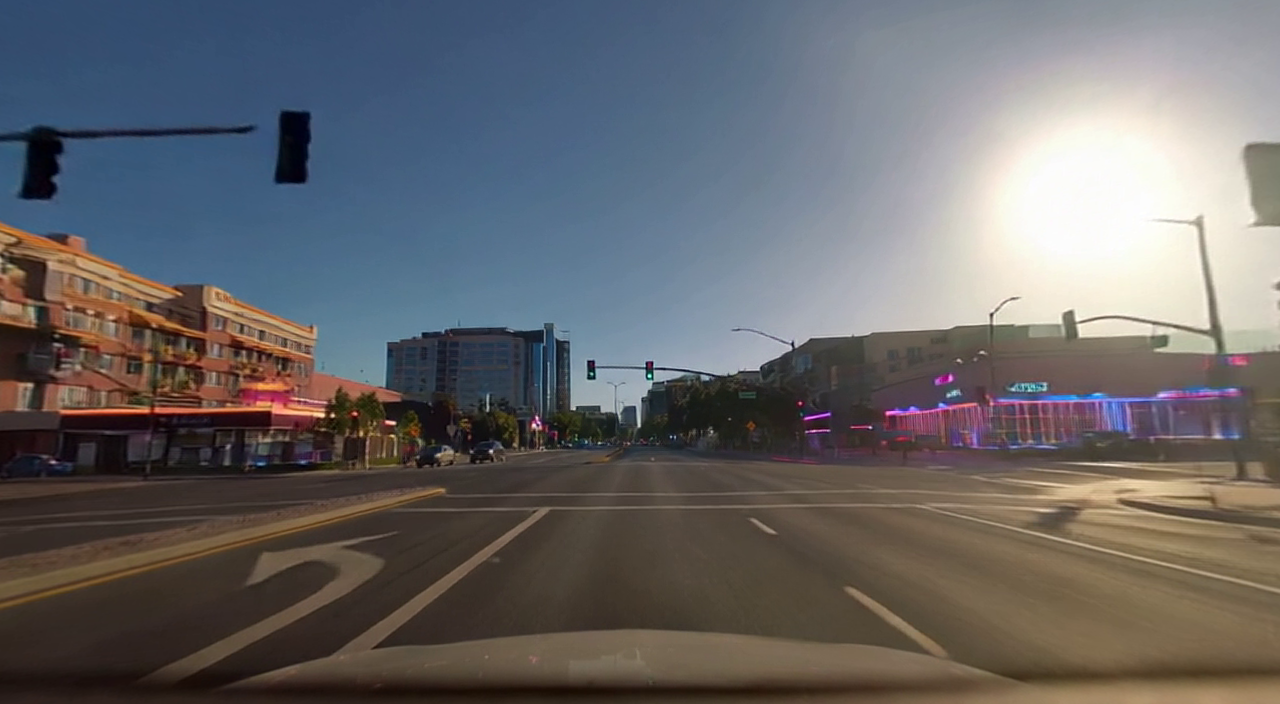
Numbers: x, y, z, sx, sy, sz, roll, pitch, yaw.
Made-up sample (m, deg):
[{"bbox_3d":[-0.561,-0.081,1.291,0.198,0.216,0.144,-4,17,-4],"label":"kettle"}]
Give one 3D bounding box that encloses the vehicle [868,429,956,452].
[{"bbox_3d":[21.029,6.912,49.051,5.587,1.689,2.605,0,-8,-3],"label":"vehicle"}]
